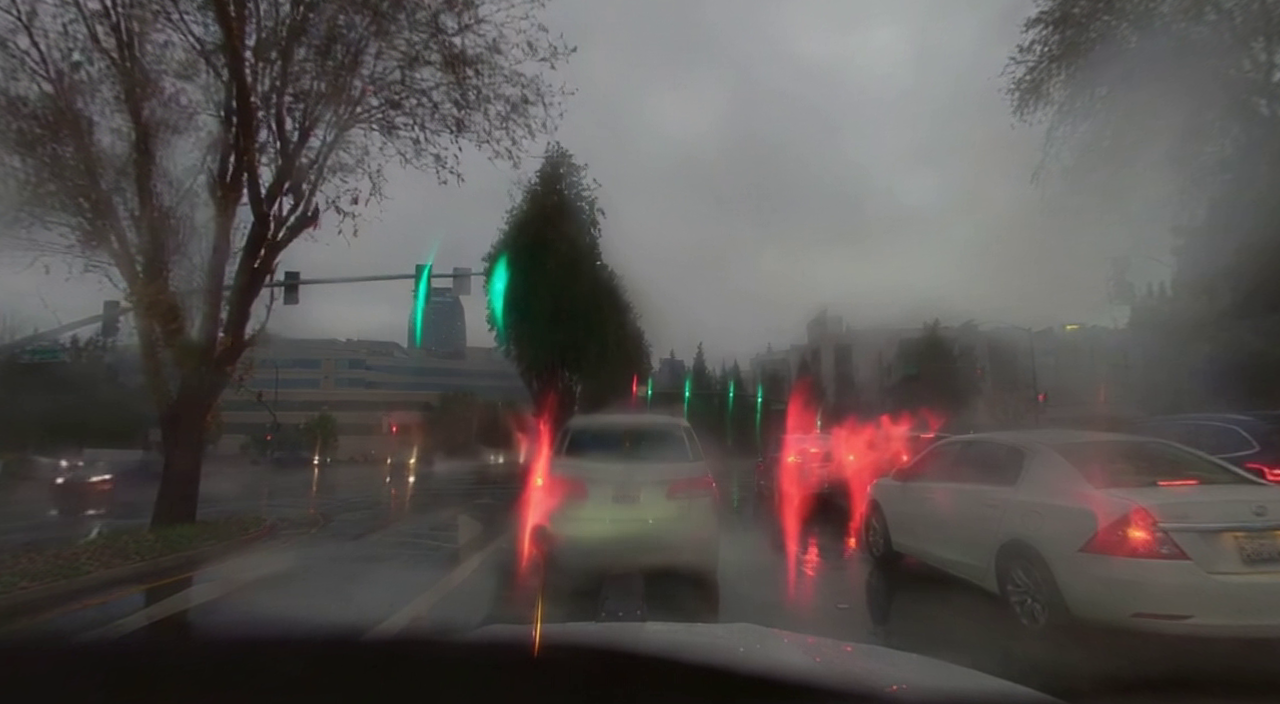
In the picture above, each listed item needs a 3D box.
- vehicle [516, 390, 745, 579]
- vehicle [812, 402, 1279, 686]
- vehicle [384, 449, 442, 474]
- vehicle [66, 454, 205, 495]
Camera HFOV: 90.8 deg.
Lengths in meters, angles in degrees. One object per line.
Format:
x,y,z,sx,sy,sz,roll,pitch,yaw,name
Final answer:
-0.199,1.621,8.445,2.236,1.827,4.316,1,-9,-3,vehicle
3.369,1.419,5.962,2.034,1.558,4.774,0,-9,-1,vehicle
-14.599,7.042,40.824,2.035,1.454,4.513,0,-9,0,vehicle
-20.615,5.004,26.140,1.899,1.469,4.668,0,-9,0,vehicle
